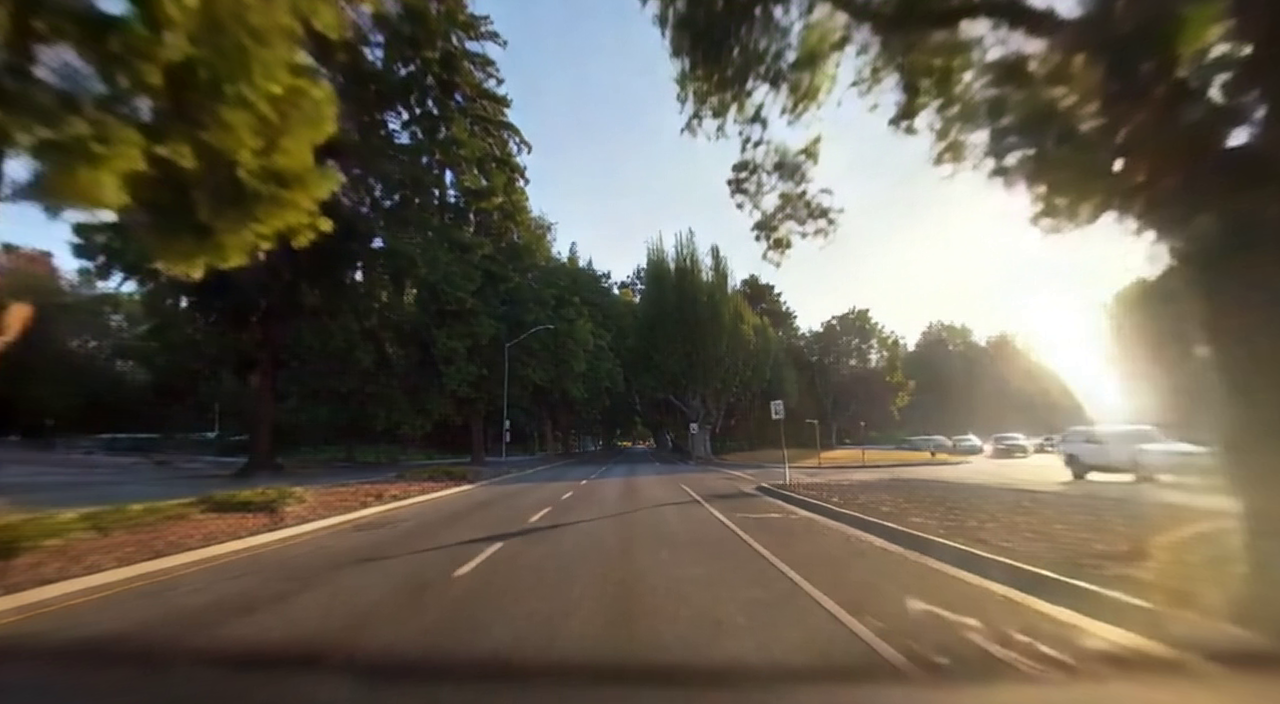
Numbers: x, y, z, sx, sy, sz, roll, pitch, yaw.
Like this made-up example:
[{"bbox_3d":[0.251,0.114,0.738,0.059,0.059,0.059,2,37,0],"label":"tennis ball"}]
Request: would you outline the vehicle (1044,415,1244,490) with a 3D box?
[{"bbox_3d":[14.400,2.921,18.448,1.855,1.900,4.714,0,-9,-1],"label":"vehicle"}]
